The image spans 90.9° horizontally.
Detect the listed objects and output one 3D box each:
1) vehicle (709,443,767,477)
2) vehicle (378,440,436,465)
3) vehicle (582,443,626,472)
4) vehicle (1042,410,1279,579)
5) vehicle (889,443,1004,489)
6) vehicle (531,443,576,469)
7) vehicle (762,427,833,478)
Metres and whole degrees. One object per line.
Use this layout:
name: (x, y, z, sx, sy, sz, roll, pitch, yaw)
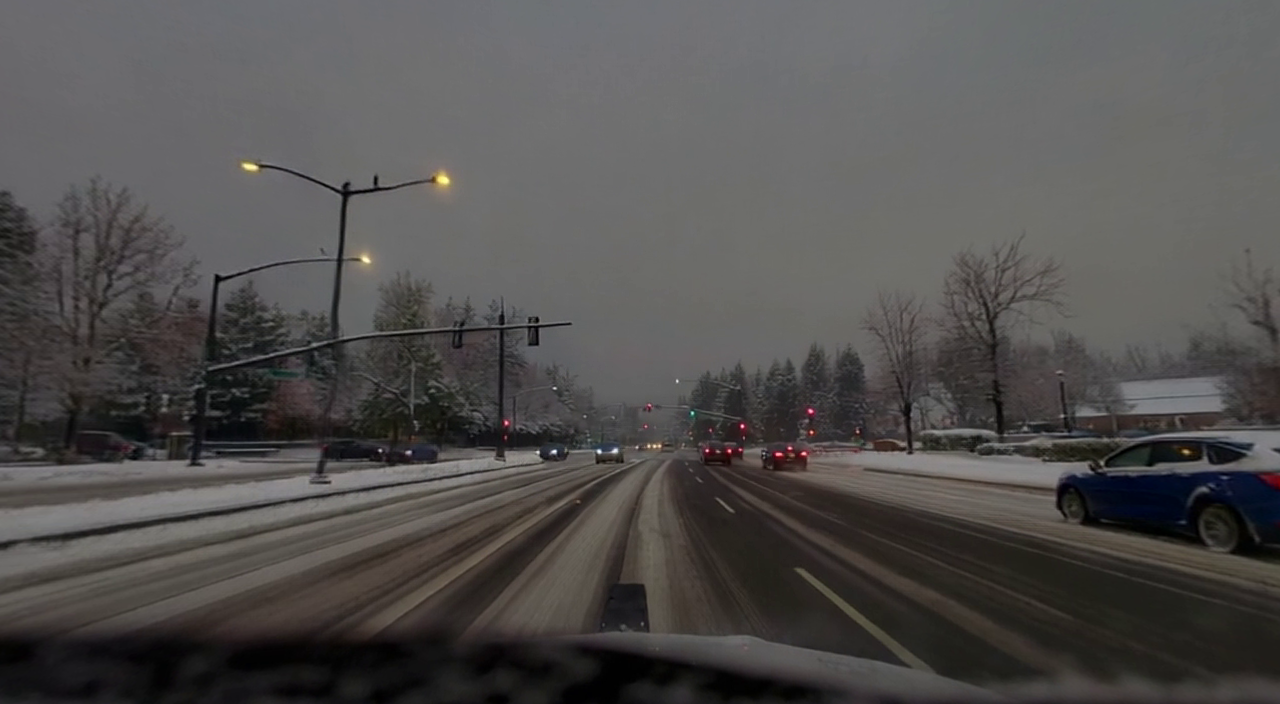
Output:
vehicle: (4.769, 5.354, 31.526, 2.292, 1.563, 4.734, 0, -8, 2)
vehicle: (-16.822, 7.294, 45.851, 1.981, 1.721, 4.772, -1, -8, 6)
vehicle: (-2.002, 6.025, 36.178, 1.958, 1.542, 4.175, -1, -8, 4)
vehicle: (7.309, 1.576, 7.612, 2.051, 1.620, 4.702, -1, -8, 4)
vehicle: (11.172, 4.142, 23.406, 1.963, 1.513, 4.600, 0, -8, 1)
vehicle: (-5.406, 6.550, 40.025, 2.004, 1.529, 4.319, -1, -8, 4)
vehicle: (7.512, 4.864, 30.695, 2.186, 2.202, 5.426, 0, -8, 2)
